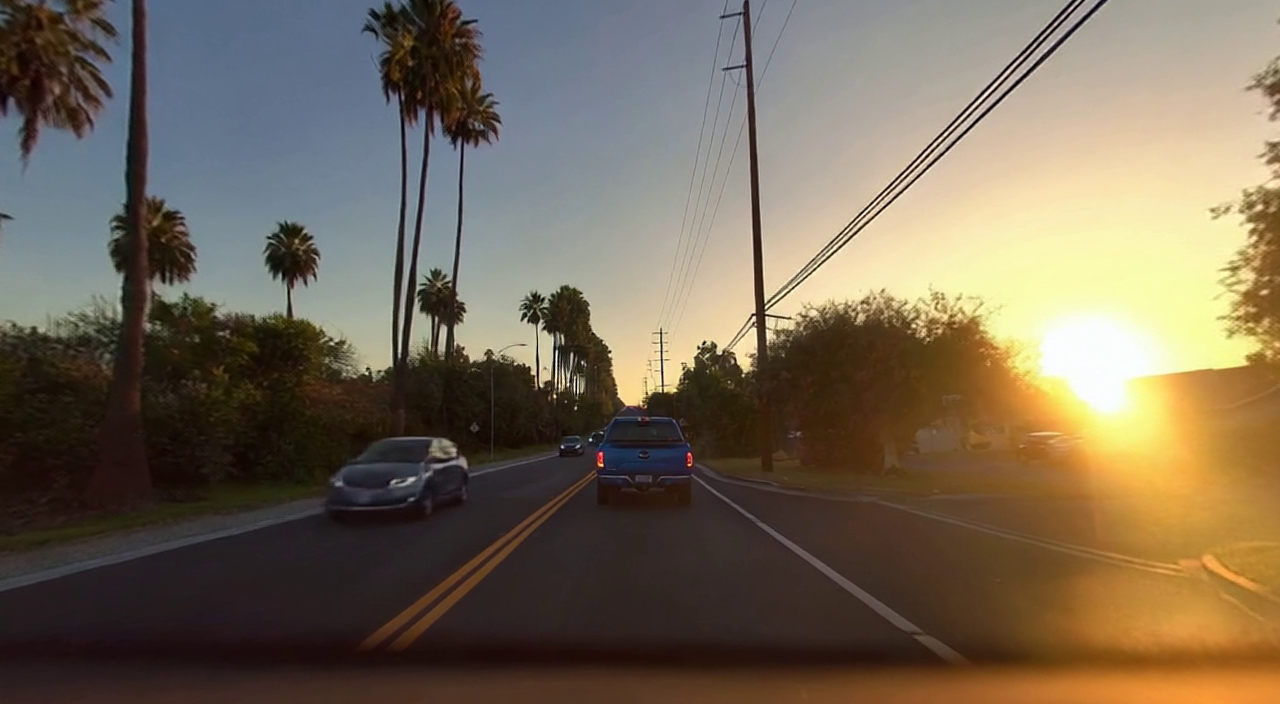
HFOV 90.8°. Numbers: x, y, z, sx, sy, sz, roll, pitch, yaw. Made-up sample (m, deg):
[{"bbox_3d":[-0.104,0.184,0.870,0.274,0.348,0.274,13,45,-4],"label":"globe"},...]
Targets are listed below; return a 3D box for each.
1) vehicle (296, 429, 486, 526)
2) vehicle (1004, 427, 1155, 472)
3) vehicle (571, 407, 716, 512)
[{"bbox_3d":[-4.779,2.466,13.014,2.159,1.627,4.505,0,-8,-1],"label":"vehicle"},{"bbox_3d":[20.326,4.564,29.720,2.277,1.836,6.267,0,-9,-4],"label":"vehicle"},{"bbox_3d":[0.020,2.557,15.459,2.848,2.047,5.885,0,-8,-1],"label":"vehicle"}]
